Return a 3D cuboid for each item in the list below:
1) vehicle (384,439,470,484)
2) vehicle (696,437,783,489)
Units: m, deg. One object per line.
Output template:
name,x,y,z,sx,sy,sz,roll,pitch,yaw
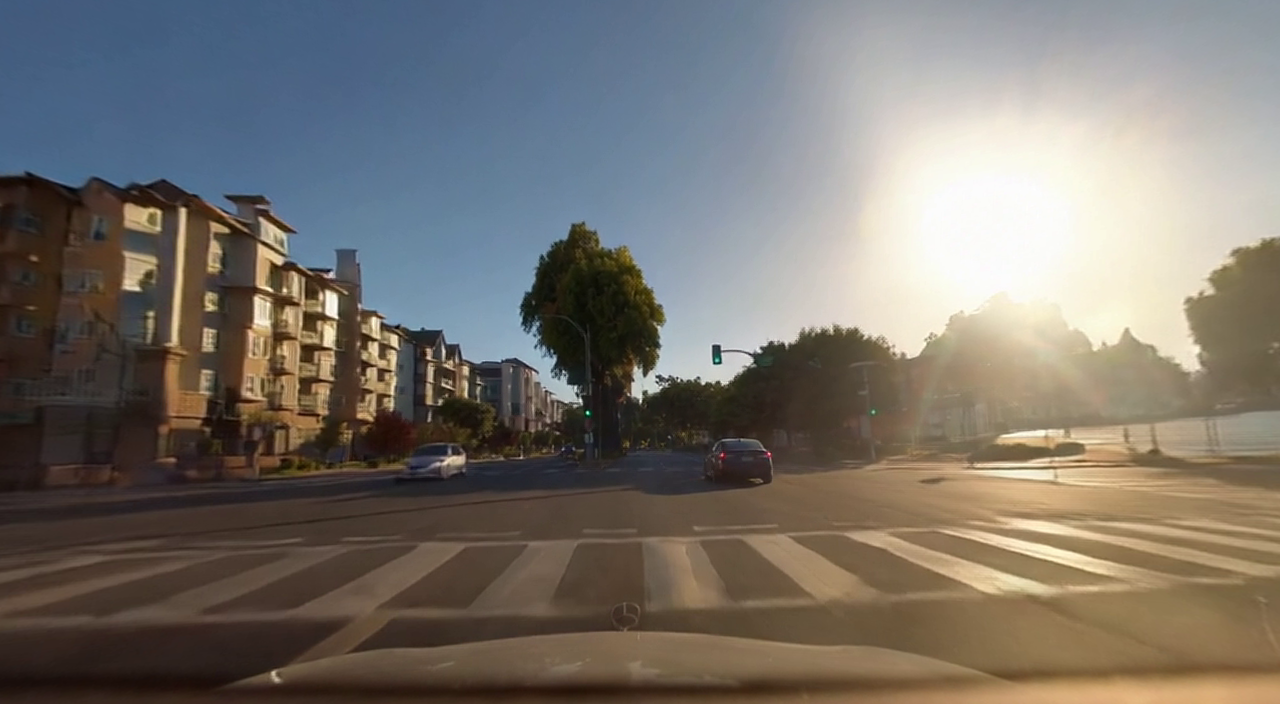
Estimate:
vehicle,-8.784,4.522,26.488,2.010,1.718,4.443,0,-8,0
vehicle,3.014,3.477,20.172,1.964,1.448,4.295,0,-8,-2
